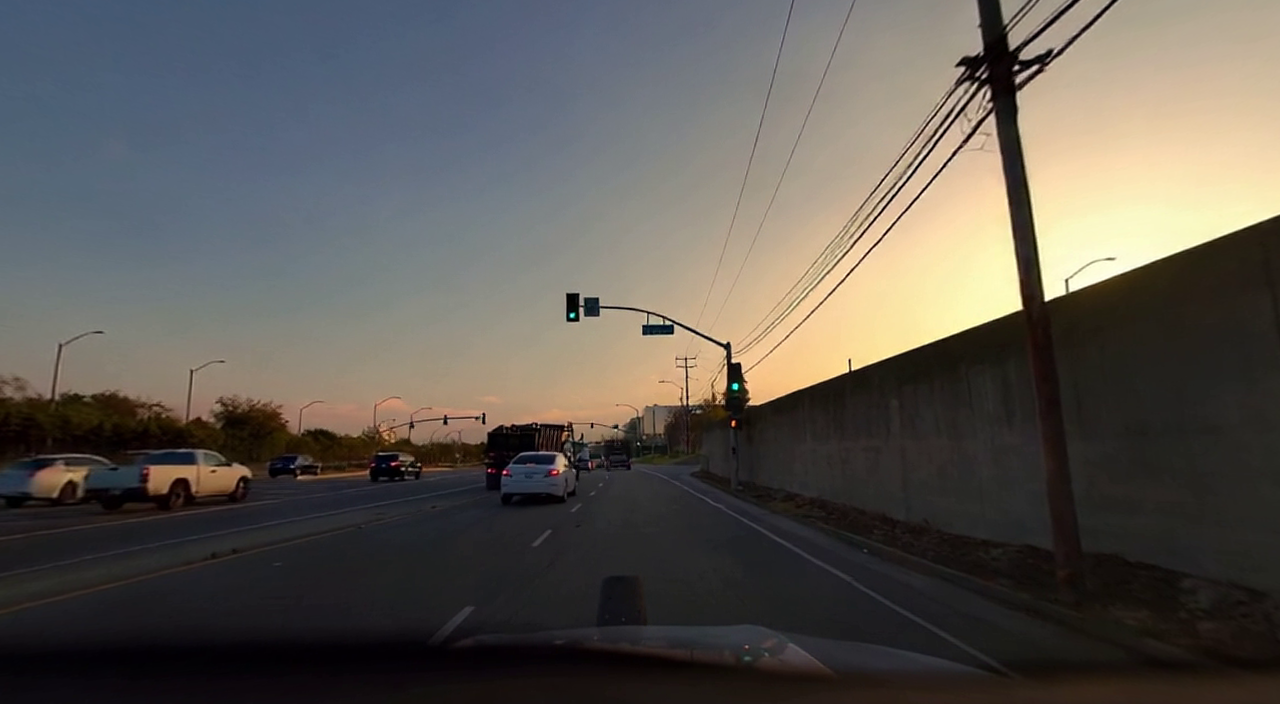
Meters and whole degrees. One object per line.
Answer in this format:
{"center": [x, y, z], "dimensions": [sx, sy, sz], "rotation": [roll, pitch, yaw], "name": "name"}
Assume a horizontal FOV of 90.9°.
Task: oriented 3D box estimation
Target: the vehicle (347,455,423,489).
{"center": [-12.557, 5.922, 31.405], "dimensions": [1.905, 1.492, 4.151], "rotation": [-1, -8, 2], "name": "vehicle"}

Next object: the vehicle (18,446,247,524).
{"center": [-13.248, 3.440, 17.014], "dimensions": [2.096, 1.773, 4.751], "rotation": [-1, -9, 2], "name": "vehicle"}

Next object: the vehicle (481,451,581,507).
{"center": [-3.231, 3.897, 19.866], "dimensions": [2.019, 1.480, 4.966], "rotation": [-1, -8, 3], "name": "vehicle"}

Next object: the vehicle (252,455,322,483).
{"center": [-23.594, 7.812, 42.409], "dimensions": [1.891, 1.696, 4.613], "rotation": [-1, -8, 2], "name": "vehicle"}
